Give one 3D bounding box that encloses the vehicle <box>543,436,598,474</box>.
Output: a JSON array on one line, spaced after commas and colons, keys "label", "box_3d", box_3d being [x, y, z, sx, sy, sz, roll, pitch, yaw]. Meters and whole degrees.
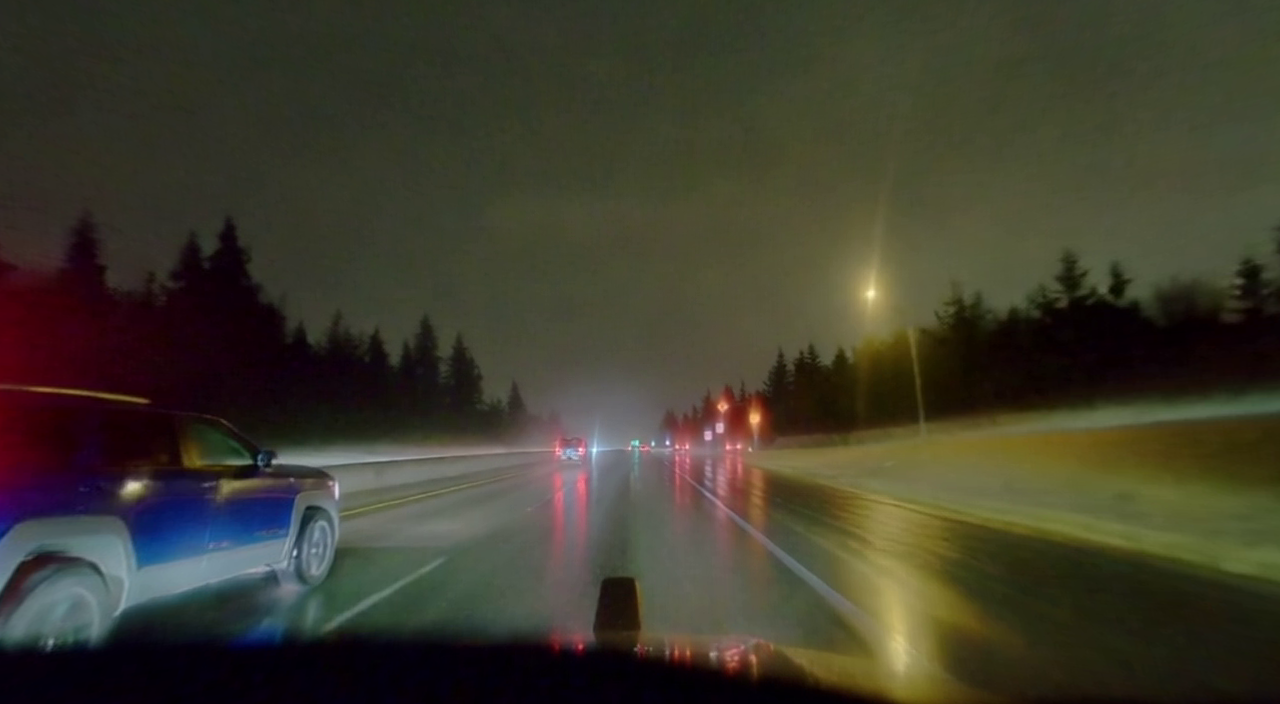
[{"label": "vehicle", "box_3d": [-3.285, 4.953, 30.443, 2.125, 1.662, 4.336, -1, -8, 1]}]
